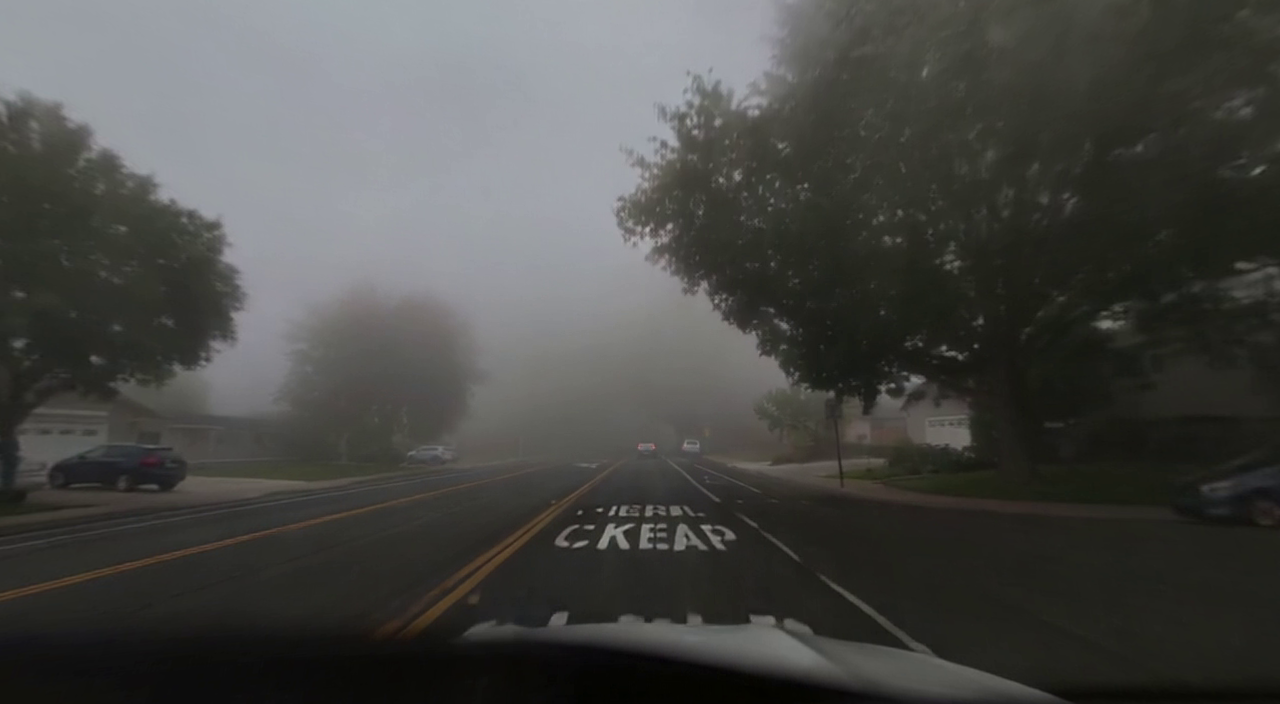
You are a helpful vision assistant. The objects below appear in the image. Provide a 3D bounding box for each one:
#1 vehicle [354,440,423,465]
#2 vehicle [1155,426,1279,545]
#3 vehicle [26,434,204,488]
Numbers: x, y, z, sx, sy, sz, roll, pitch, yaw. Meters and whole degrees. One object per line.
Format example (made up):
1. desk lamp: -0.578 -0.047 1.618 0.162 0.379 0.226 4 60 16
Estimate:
1. vehicle: -18.887 7.546 47.353 4.372 1.745 2.017 6 -10 -35
2. vehicle: 10.728 1.832 8.871 4.818 1.525 2.163 -1 -9 10
3. vehicle: -19.219 3.994 23.265 4.630 1.896 2.092 0 -9 0
